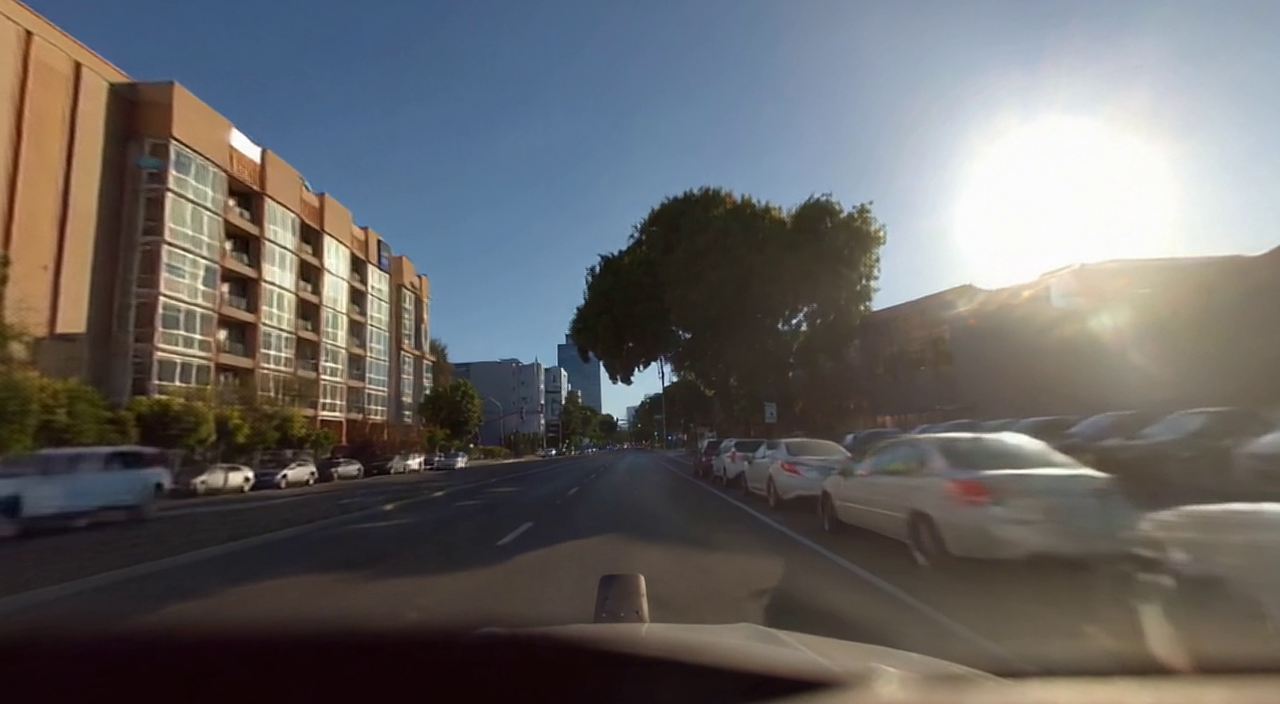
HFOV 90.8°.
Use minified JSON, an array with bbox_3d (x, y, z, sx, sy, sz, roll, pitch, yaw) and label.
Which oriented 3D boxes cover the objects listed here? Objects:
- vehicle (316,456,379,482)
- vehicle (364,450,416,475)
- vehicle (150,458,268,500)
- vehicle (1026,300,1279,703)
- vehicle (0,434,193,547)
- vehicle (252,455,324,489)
[{"bbox_3d":[-18.392,7.335,39.930,1.900,1.427,4.398,0,-8,0],"label":"vehicle"},{"bbox_3d":[-18.446,8.157,46.904,1.796,1.712,5.268,0,-8,-1],"label":"vehicle"},{"bbox_3d":[-18.095,5.315,26.828,1.958,1.534,4.428,0,-8,-1],"label":"vehicle"},{"bbox_3d":[3.356,0.557,1.101,1.906,1.857,5.454,0,-8,0],"label":"vehicle"},{"bbox_3d":[-11.118,2.430,11.648,2.127,1.752,4.889,0,-8,0],"label":"vehicle"},{"bbox_3d":[-18.186,6.181,32.835,1.760,1.566,3.664,0,-8,-3],"label":"vehicle"}]
